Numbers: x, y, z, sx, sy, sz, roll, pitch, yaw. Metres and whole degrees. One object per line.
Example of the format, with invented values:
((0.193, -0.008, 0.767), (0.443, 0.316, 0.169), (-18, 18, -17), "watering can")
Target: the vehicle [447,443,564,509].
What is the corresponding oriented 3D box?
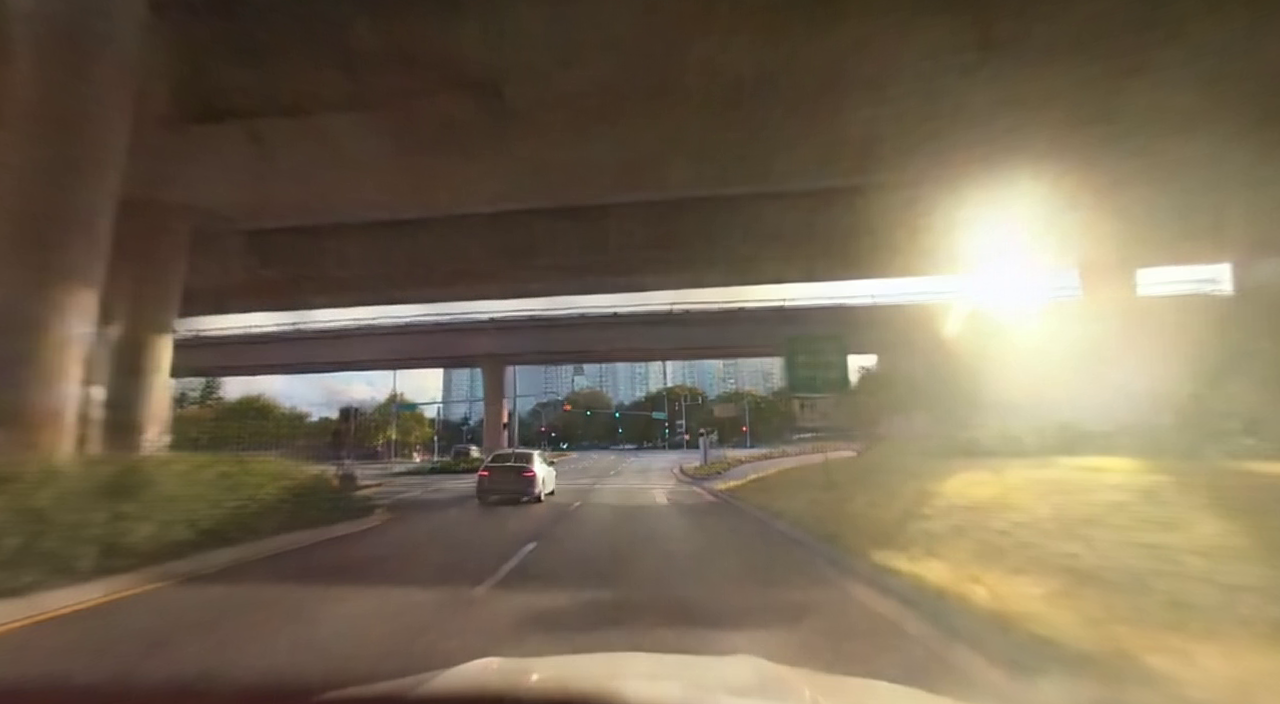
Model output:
((-3.297, 3.144, 16.512), (1.963, 1.460, 4.614), (0, -9, 1), "vehicle")
